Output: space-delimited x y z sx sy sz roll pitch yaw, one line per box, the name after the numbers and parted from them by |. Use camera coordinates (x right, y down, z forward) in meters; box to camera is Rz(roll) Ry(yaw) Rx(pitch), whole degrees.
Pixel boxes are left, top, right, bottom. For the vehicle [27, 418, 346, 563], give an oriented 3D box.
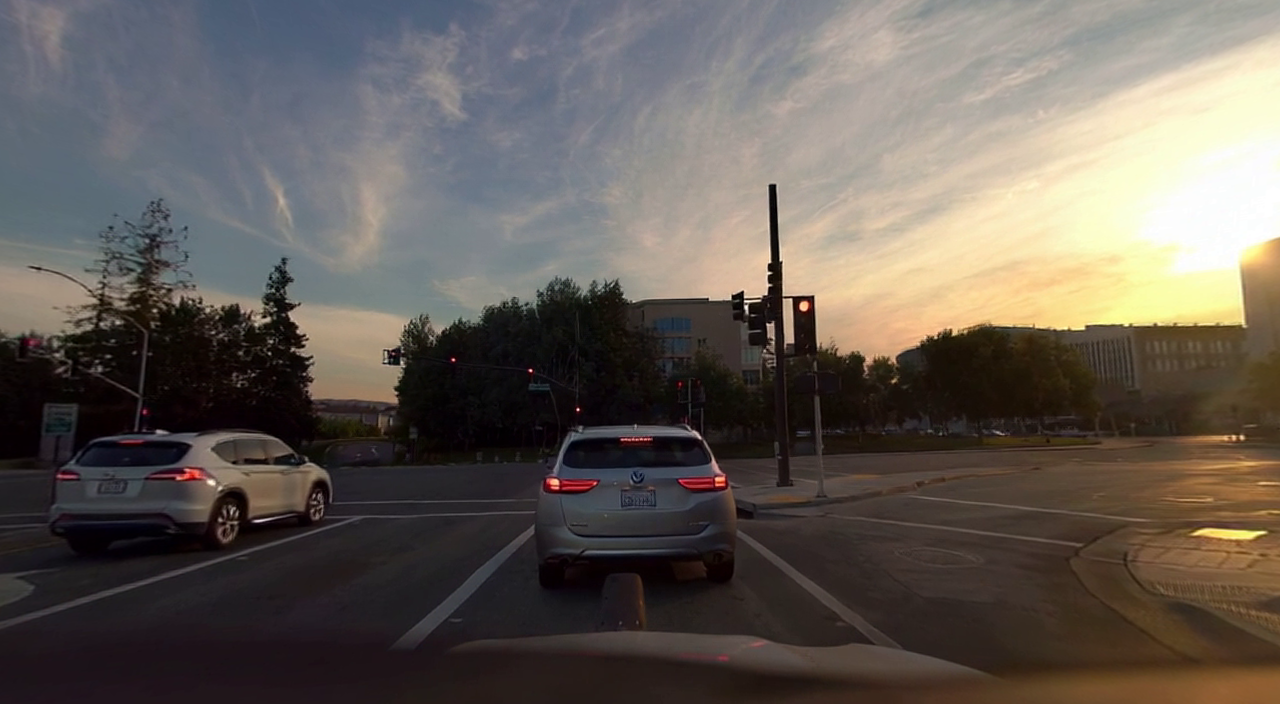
-6.405 1.968 9.689 2.020 1.695 4.187 1 -9 -5 | vehicle

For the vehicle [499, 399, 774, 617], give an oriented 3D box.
-0.179 1.525 7.075 2.154 1.670 4.140 1 -9 -5 | vehicle
